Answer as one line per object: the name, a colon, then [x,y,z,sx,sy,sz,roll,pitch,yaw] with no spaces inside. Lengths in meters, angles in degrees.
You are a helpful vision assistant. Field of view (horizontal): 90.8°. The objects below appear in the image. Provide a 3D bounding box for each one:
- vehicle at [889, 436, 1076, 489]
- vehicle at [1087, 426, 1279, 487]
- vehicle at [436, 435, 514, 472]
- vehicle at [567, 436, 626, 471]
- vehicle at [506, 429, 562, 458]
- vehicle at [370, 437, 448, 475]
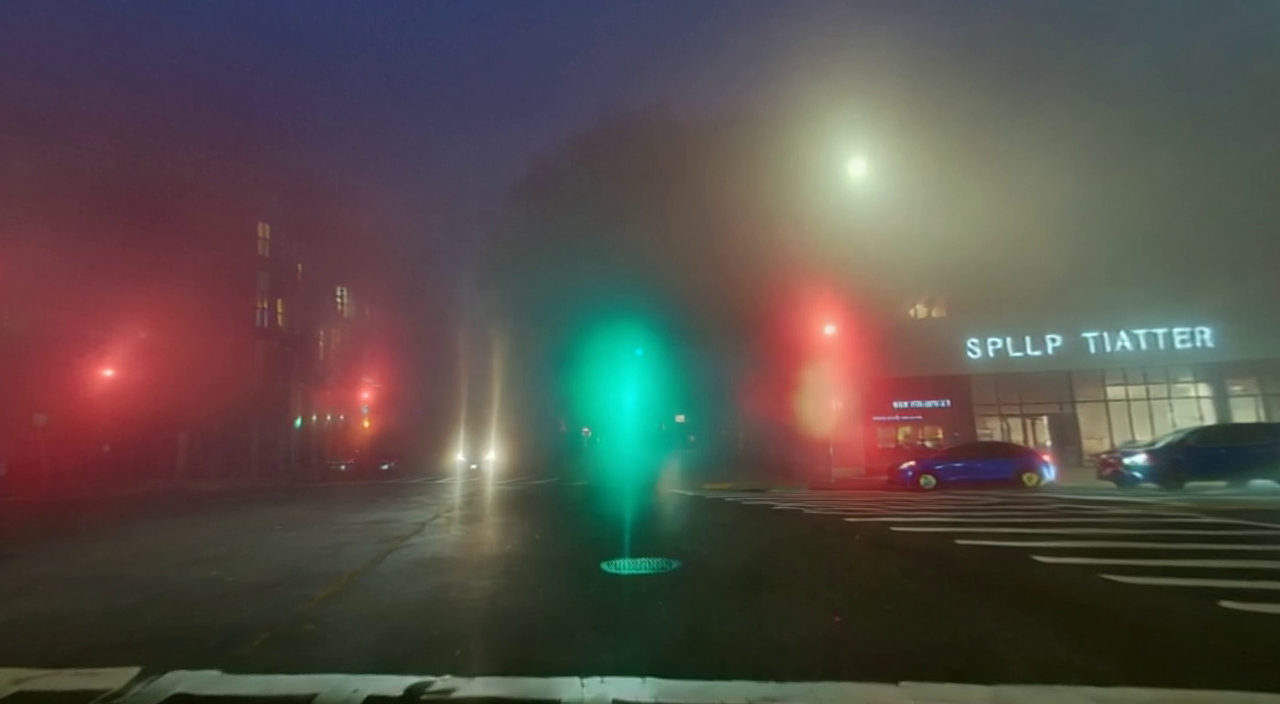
vehicle: [9.982,3.264,18.732,4.426,1.446,1.795,-1,-8,6]
vehicle: [16.310,2.961,17.959,5.420,1.609,2.063,-1,-8,6]
vehicle: [-7.183,4.476,28.020,2.119,1.485,4.472,-1,-8,2]
vehicle: [-1.933,4.693,29.439,1.892,1.481,4.365,-1,-8,8]
vehicle: [-6.600,5.766,39.855,2.181,1.723,4.692,-1,-8,7]
vehicle: [-11.665,5.224,32.179,1.933,1.461,4.393,-5,-6,5]
